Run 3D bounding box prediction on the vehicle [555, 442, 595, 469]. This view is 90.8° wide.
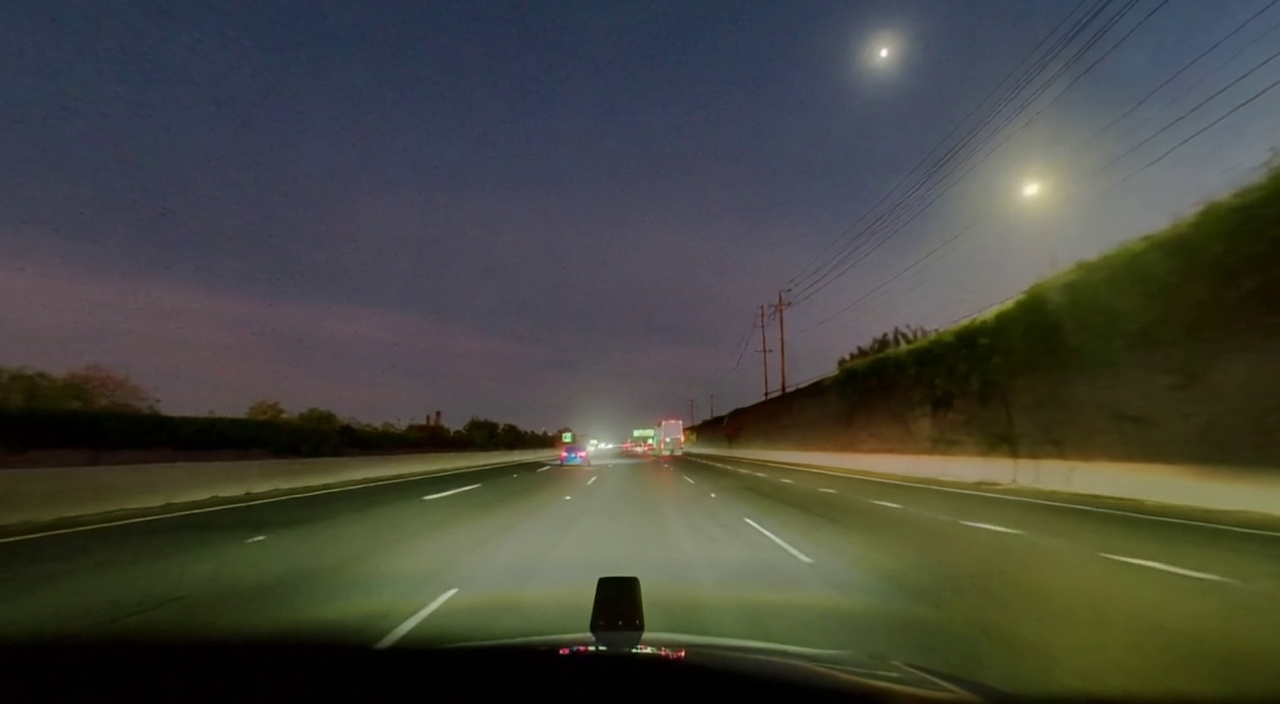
[{"bbox_3d":[-3.886,6.288,38.370,2.009,1.533,4.175,0,-9,0],"label":"vehicle"}]
